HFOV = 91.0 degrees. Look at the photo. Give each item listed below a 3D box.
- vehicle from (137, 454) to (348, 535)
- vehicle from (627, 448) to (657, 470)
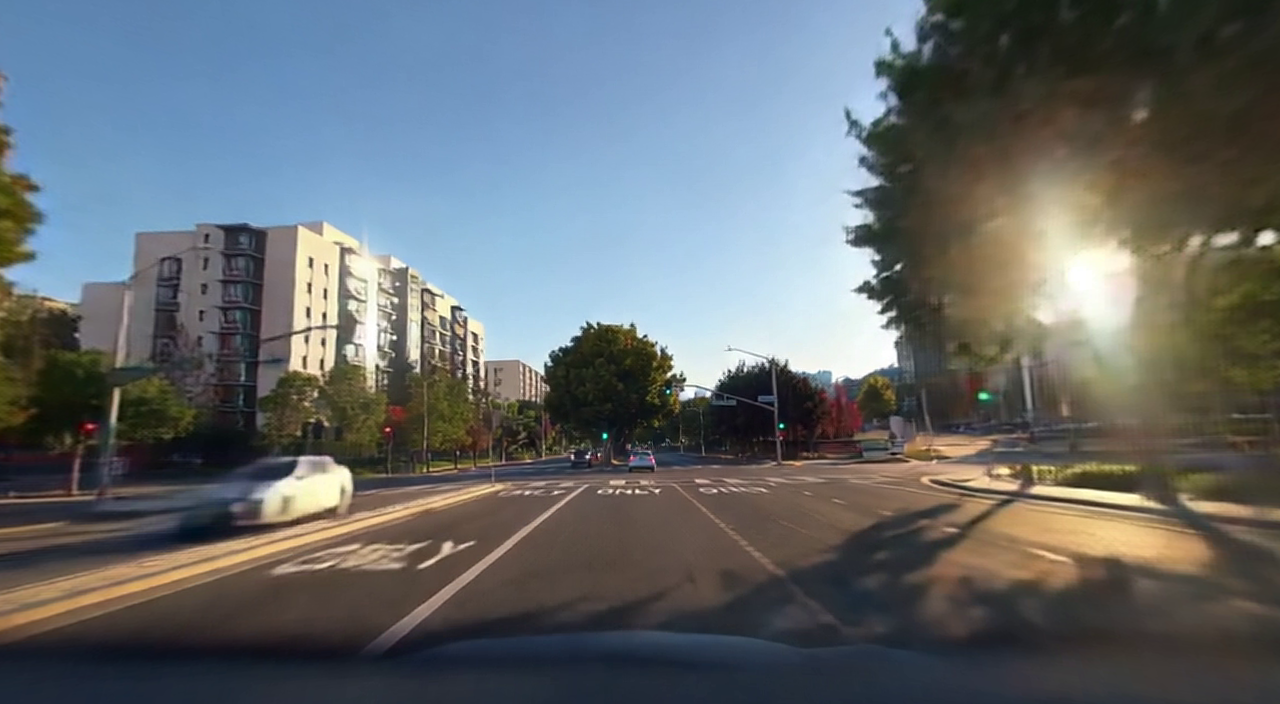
[{"bbox_3d":[-8.633,3.078,14.268,1.887,1.480,4.446,0,-9,0],"label":"vehicle"},{"bbox_3d":[0.117,7.654,45.231,2.064,1.477,3.968,0,-9,0],"label":"vehicle"}]
